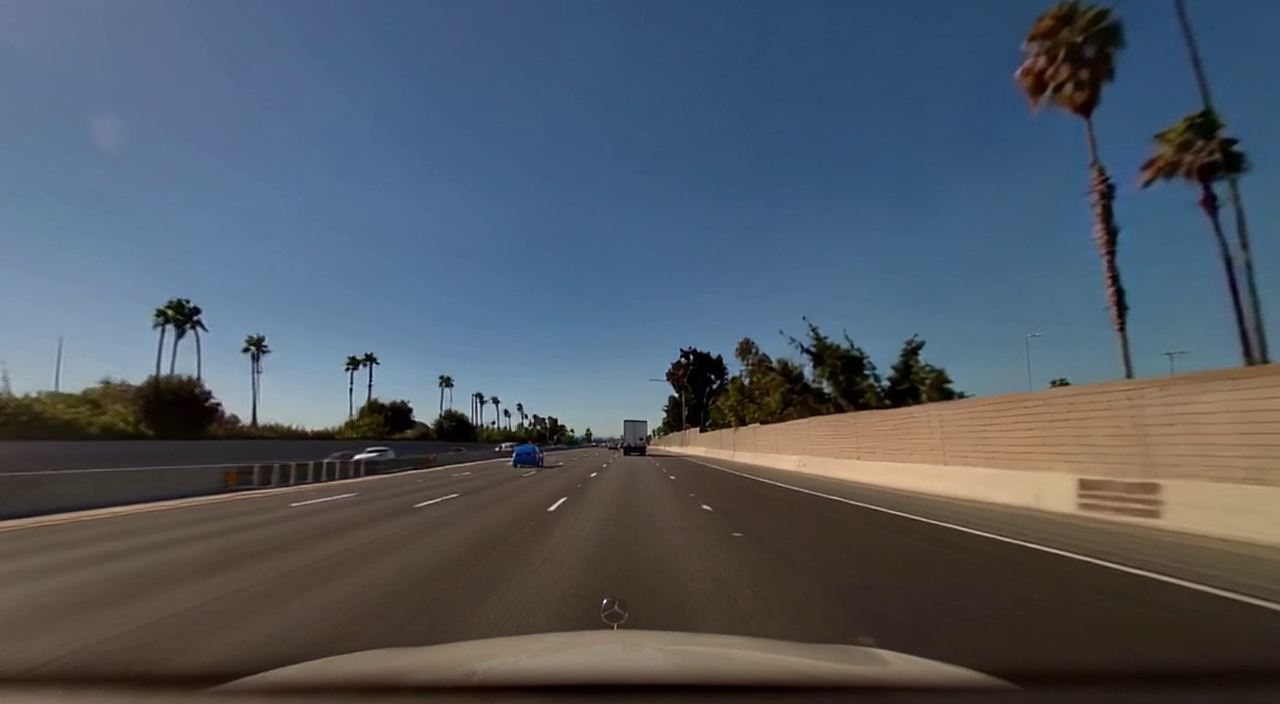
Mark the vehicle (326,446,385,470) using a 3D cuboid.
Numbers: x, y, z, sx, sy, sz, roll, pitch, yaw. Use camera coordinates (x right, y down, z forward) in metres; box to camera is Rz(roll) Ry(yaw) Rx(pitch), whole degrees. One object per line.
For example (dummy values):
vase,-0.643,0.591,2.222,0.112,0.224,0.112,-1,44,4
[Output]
vehicle,-19.795,7.362,44.233,1.988,1.574,4.685,0,-8,0
